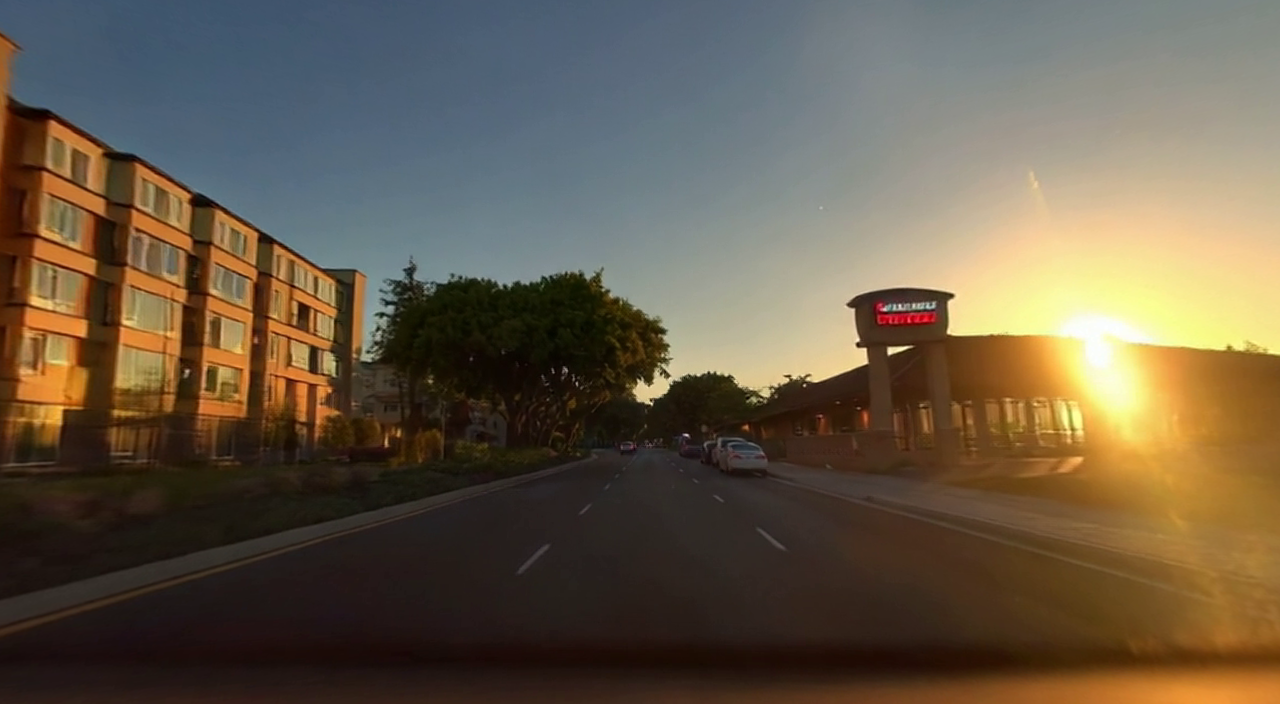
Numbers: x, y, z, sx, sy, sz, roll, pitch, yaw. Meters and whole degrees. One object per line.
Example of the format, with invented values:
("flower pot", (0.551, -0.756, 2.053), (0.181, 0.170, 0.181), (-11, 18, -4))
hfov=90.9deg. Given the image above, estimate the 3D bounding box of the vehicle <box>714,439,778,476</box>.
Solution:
("vehicle", (4.725, 4.780, 28.857), (2.085, 1.509, 5.134), (0, -8, 1))
